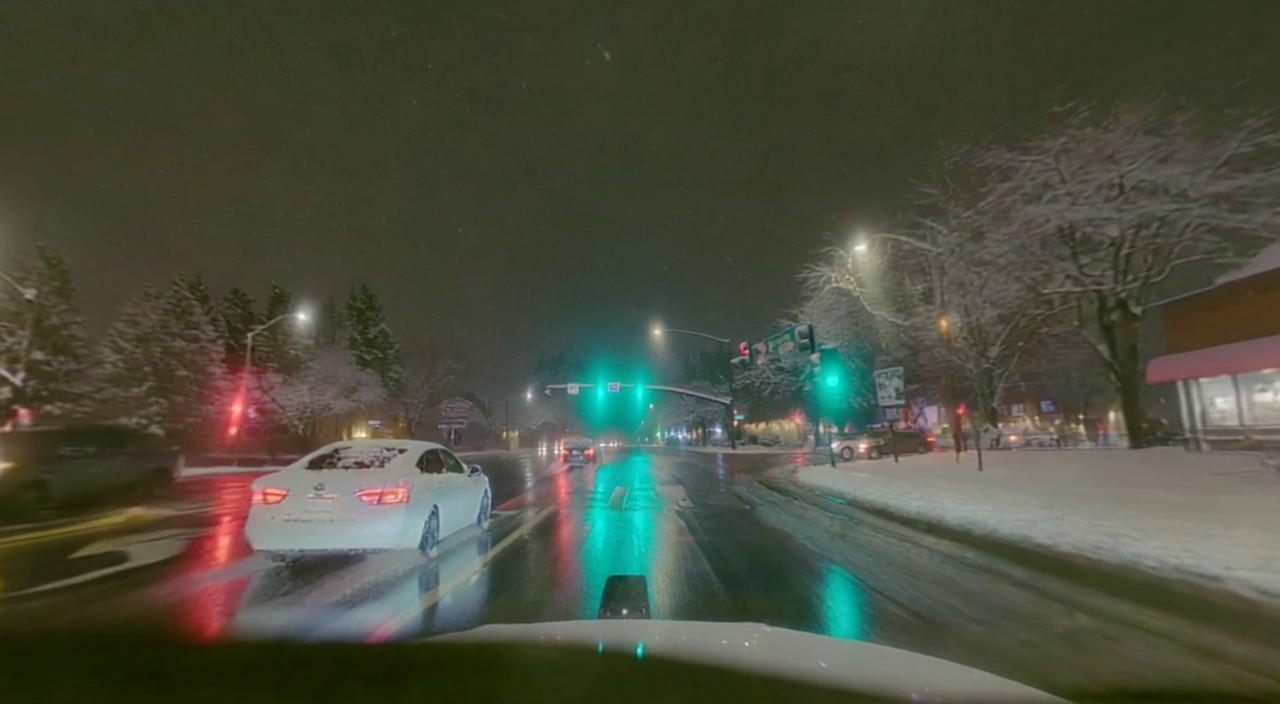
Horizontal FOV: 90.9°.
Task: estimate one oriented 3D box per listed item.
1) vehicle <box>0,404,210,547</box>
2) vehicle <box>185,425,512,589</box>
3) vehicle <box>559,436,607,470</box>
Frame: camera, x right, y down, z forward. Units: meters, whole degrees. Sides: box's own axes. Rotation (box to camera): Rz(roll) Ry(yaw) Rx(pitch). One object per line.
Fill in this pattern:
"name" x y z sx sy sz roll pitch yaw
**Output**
"vehicle" -9.627 1.904 10.091 2.030 1.906 4.661 0 -8 2
"vehicle" -3.123 1.746 8.028 2.018 1.477 4.401 0 -8 1
"vehicle" -2.959 5.393 33.719 2.109 1.692 4.220 0 -8 1
